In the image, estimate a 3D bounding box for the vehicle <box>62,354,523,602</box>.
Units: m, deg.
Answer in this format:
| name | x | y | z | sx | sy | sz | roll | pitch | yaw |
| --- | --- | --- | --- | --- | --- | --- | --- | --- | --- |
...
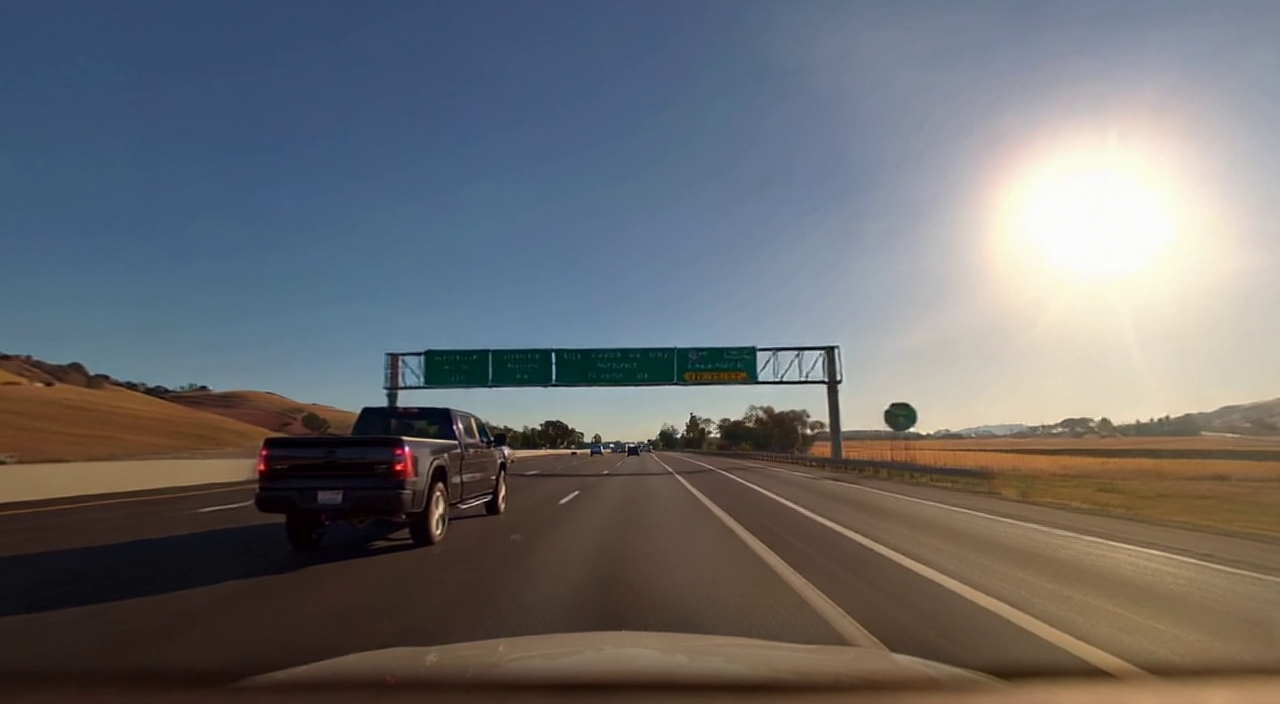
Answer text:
| name | x | y | z | sx | sy | sz | roll | pitch | yaw |
| --- | --- | --- | --- | --- | --- | --- | --- | --- | --- |
| vehicle | -3.500 | 1.497 | 8.423 | 2.601 | 2.084 | 6.068 | 0 | -8 | 1 |
